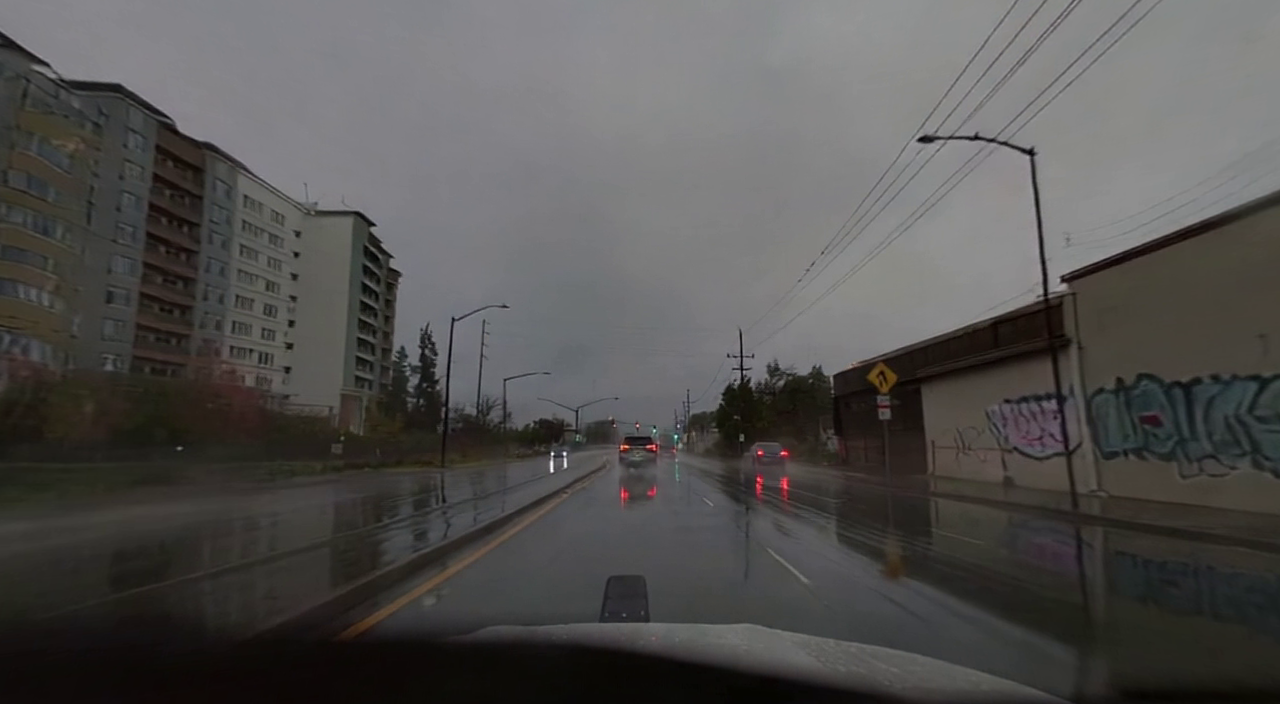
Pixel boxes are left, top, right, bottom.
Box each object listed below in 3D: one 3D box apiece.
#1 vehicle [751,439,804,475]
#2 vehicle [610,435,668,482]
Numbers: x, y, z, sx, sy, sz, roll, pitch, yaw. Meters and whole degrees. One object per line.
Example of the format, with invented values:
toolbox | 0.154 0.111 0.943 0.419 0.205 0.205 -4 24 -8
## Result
vehicle | 7.316 5.602 33.885 1.952 1.749 4.311 0 -8 2
vehicle | -0.029 4.381 26.286 2.160 1.786 4.702 0 -8 0
